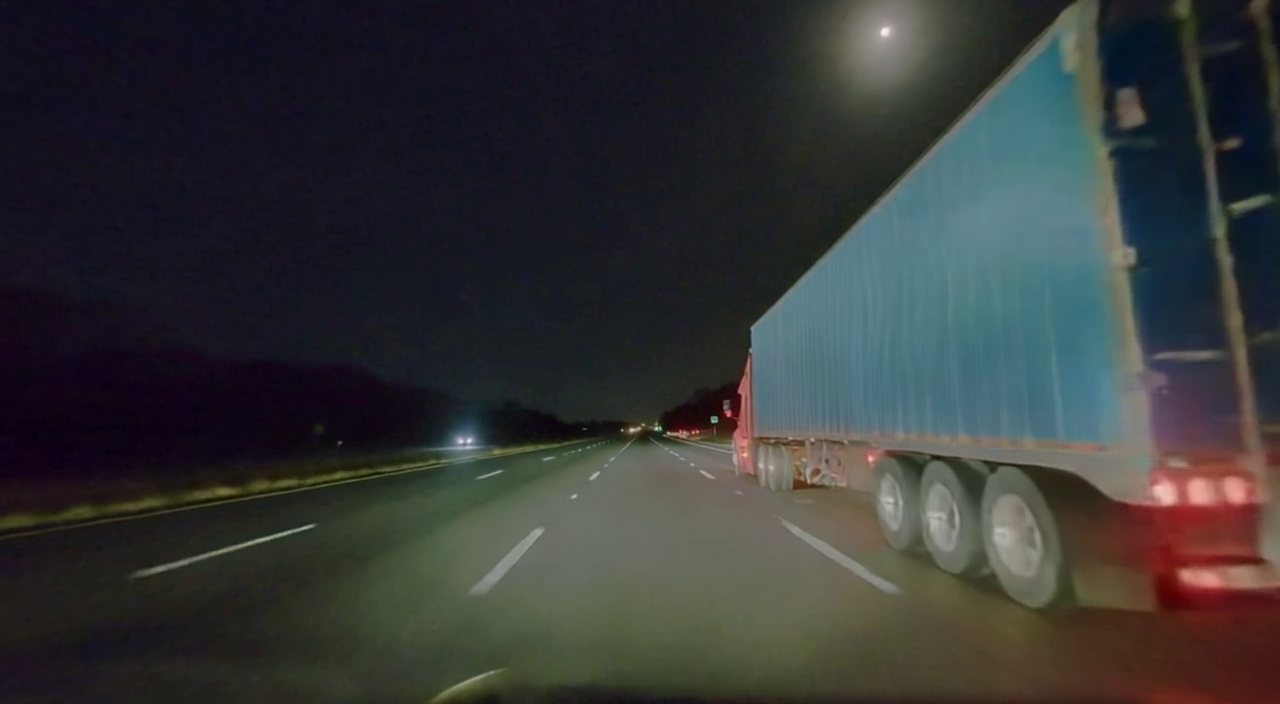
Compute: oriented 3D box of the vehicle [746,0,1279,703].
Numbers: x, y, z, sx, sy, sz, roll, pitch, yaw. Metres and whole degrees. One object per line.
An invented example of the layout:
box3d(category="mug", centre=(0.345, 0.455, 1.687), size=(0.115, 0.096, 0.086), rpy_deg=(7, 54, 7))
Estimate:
box3d(category="vehicle", centre=(3.941, 0.352, 7.393), size=(3.446, 3.698, 12.089), rpy_deg=(0, -8, 1))
